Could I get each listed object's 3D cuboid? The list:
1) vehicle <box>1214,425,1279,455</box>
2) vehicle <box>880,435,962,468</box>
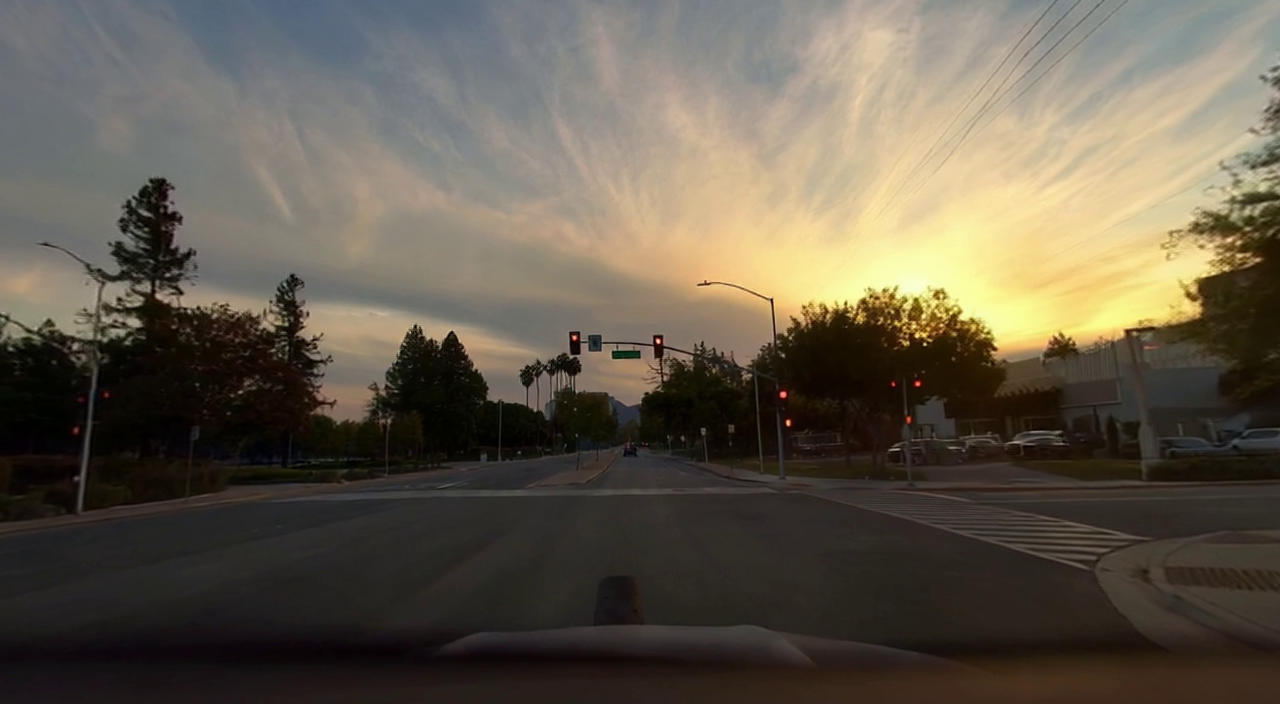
[{"bbox_3d":[34.098,4.812,34.322,1.832,1.521,4.266,0,-9,1],"label":"vehicle"},{"bbox_3d":[14.960,5.338,33.950,1.959,1.471,4.570,-4,-9,-5],"label":"vehicle"}]
